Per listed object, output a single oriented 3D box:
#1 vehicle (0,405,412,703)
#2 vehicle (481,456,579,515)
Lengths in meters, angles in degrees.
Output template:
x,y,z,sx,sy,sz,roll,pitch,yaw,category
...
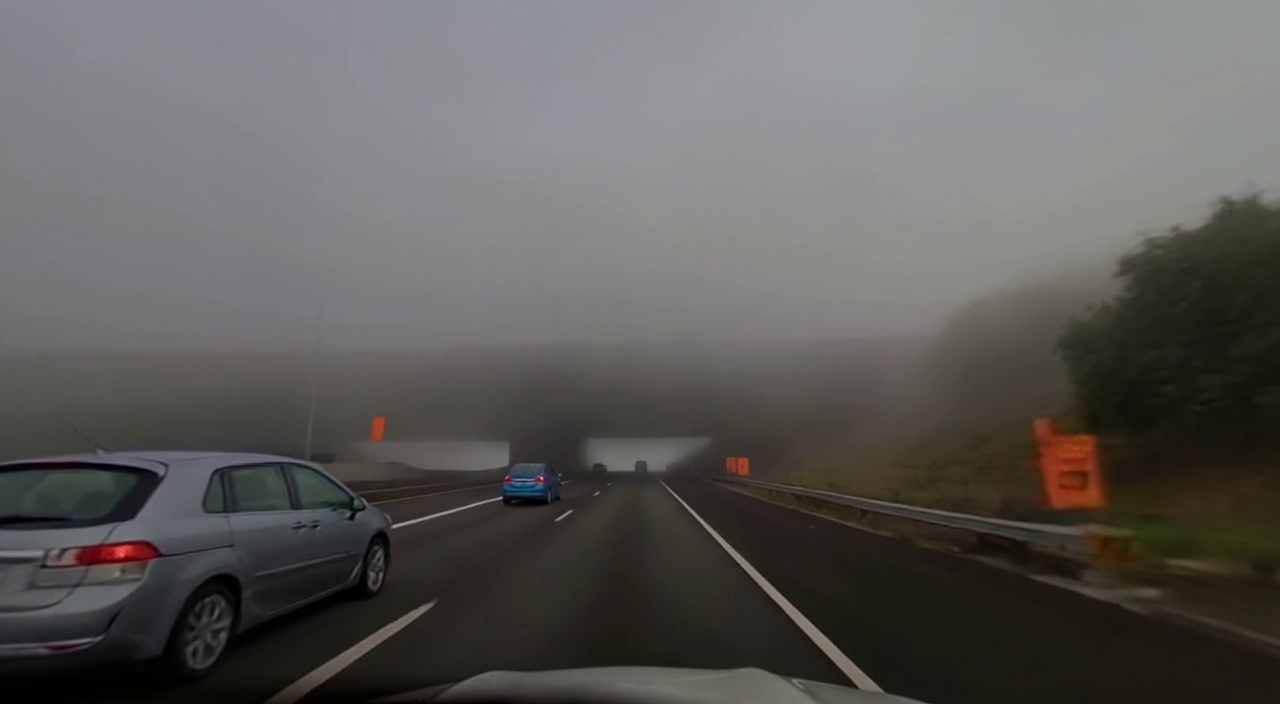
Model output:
x,y,z,sx,sy,sz,roll,pitch,yaw,category
-3.396,1.211,3.793,2.023,1.507,5.082,1,-10,1,vehicle
-3.016,3.782,18.112,1.992,1.466,3.690,0,-10,2,vehicle
